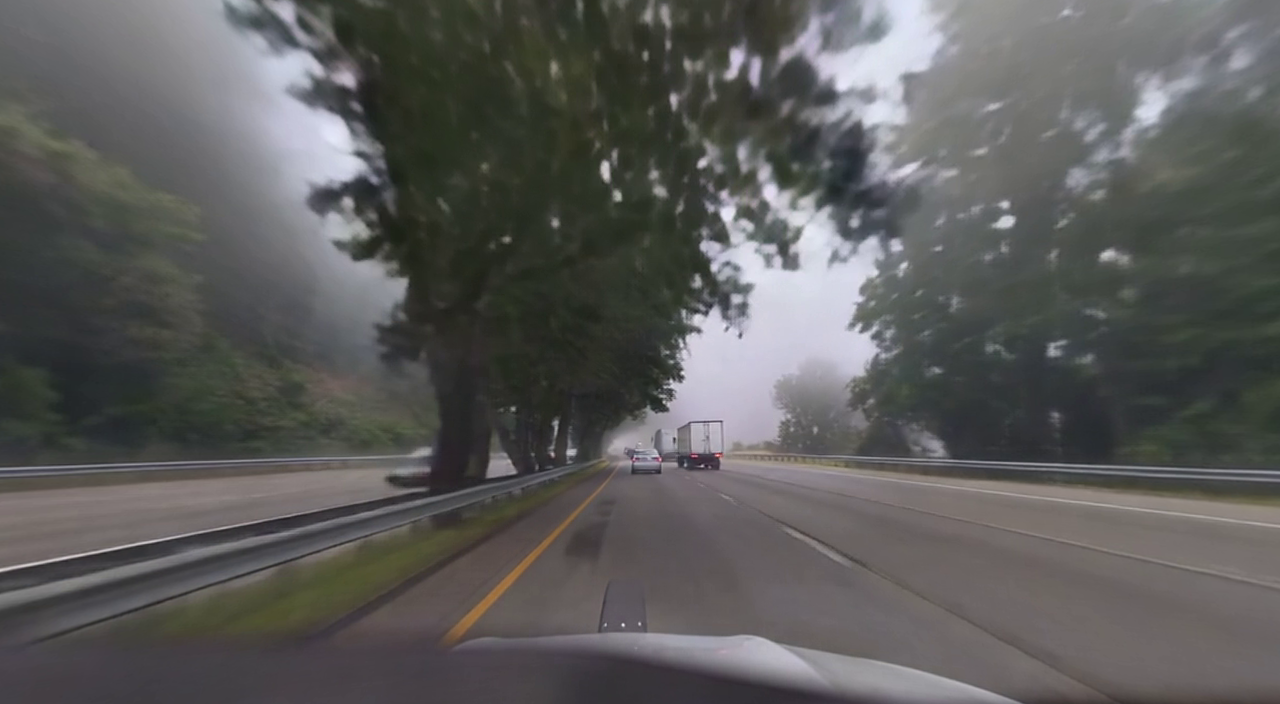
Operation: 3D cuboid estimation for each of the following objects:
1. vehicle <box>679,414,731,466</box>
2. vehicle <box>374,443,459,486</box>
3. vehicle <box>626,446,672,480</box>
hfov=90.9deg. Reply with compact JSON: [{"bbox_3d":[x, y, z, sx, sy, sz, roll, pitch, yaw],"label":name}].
[{"bbox_3d":[4.319,6.092,43.349,2.600,3.282,7.635,0,-9,-1],"label":"vehicle"},{"bbox_3d":[-8.601,4.353,24.697,1.834,1.488,4.253,0,-9,-1],"label":"vehicle"},{"bbox_3d":[0.402,5.310,30.445,2.069,1.523,4.012,0,-9,0],"label":"vehicle"}]
